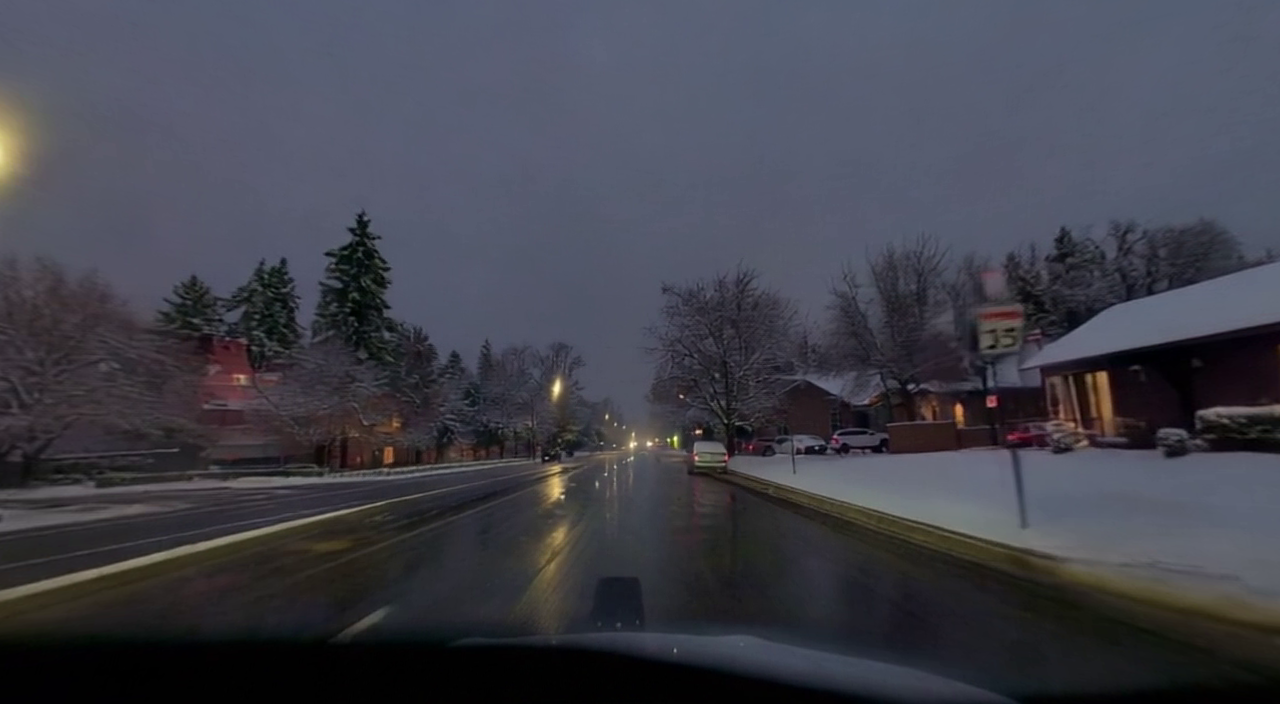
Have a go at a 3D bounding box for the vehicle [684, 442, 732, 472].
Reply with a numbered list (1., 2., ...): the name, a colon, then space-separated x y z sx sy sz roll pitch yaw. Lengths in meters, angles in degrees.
1. vehicle: 3.621 5.695 34.536 2.080 1.503 4.821 0 -8 0

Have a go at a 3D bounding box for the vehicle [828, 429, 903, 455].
1. vehicle: 15.102 6.058 42.515 4.290 1.717 2.013 -1 -8 6

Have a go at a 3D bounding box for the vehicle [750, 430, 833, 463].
1. vehicle: 10.868 6.838 45.712 5.369 1.860 2.163 -5 -9 3
